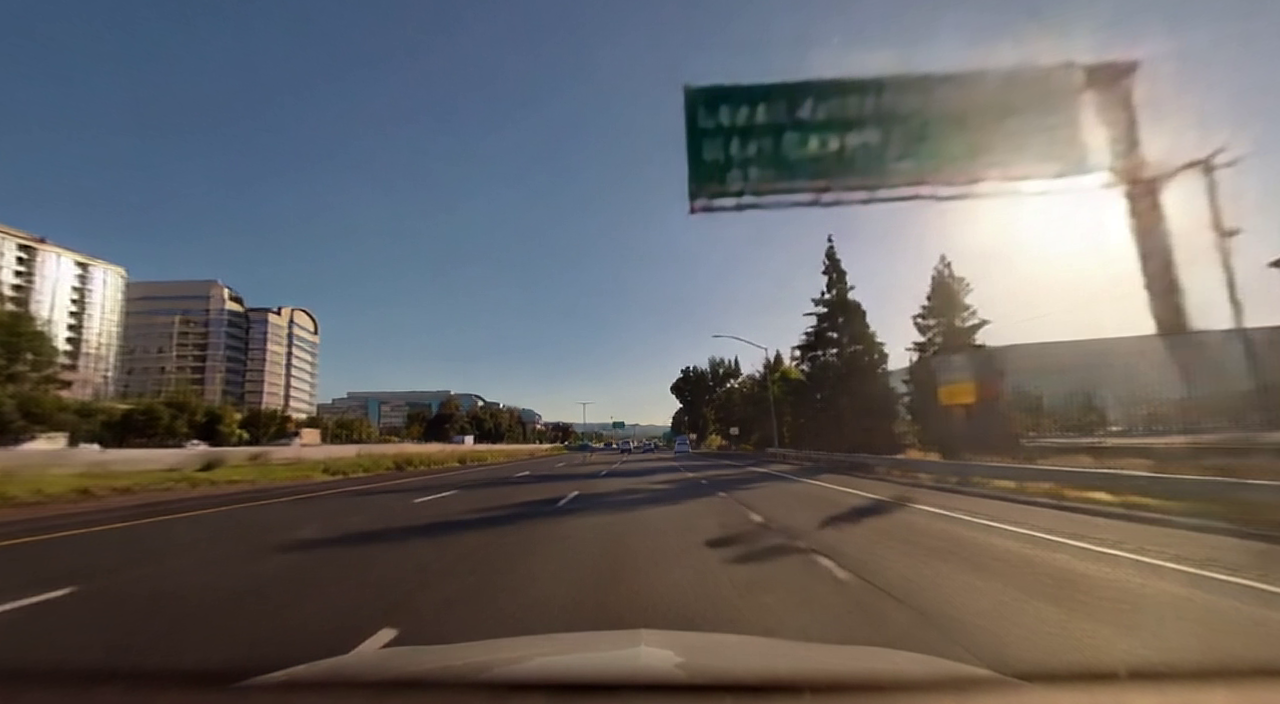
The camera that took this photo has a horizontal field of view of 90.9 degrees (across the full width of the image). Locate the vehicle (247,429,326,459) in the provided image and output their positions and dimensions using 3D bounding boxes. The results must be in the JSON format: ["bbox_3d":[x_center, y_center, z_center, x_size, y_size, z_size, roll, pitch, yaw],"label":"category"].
[{"bbox_3d":[-25.758,6.734,46.302,2.273,1.991,6.035,-1,-8,1],"label":"vehicle"}]

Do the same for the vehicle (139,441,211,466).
[{"bbox_3d":[-33.819,7.374,46.031,1.819,1.650,4.549,0,-8,-1],"label":"vehicle"}]

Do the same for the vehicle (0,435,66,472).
[{"bbox_3d":[-29.940,4.751,29.579,1.806,1.648,4.438,0,-8,-1],"label":"vehicle"}]
